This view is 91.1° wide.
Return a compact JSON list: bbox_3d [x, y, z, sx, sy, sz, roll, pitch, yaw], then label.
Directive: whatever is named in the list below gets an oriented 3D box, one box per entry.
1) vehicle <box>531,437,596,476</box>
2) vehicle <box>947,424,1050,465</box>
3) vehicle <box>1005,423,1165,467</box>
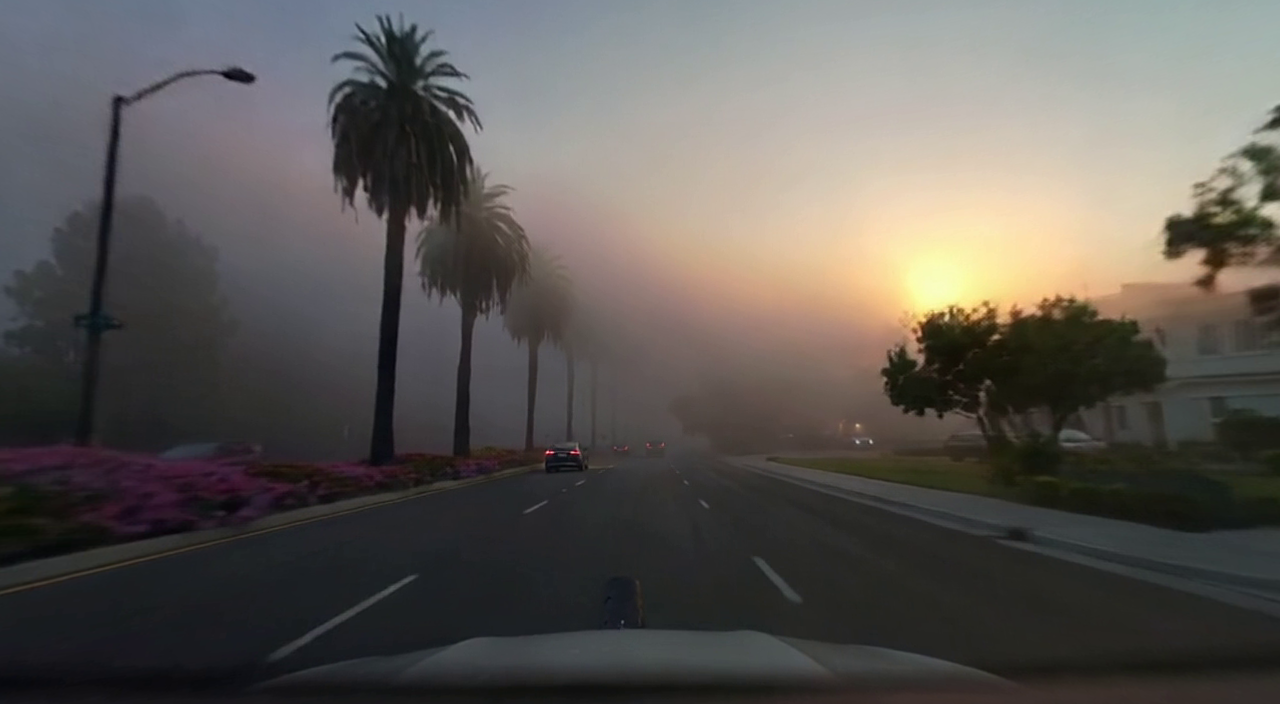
[{"bbox_3d":[-3.127,4.402,26.659,2.036,1.478,4.508,0,-8,2],"label":"vehicle"},{"bbox_3d":[20.840,5.397,36.862,2.624,2.088,5.064,-3,-8,-5],"label":"vehicle"},{"bbox_3d":[21.655,4.597,31.003,2.426,1.902,6.126,2,-9,-16],"label":"vehicle"}]
